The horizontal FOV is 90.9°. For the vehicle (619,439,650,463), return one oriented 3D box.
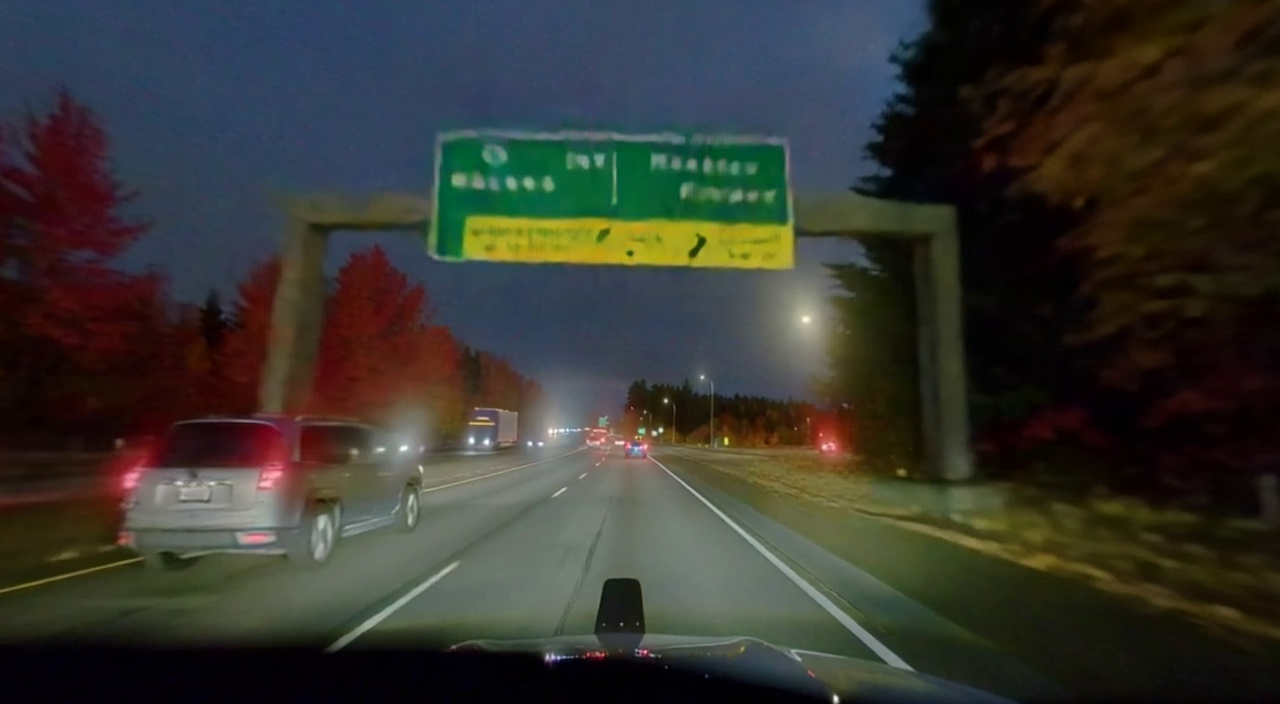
[{"bbox_3d":[-0.363,6.526,41.612,1.939,1.497,3.863,0,-8,-1],"label":"vehicle"}]

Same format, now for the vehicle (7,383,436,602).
[{"bbox_3d":[-3.999,1.413,7.146,1.924,1.720,4.195,0,-8,0],"label":"vehicle"}]
